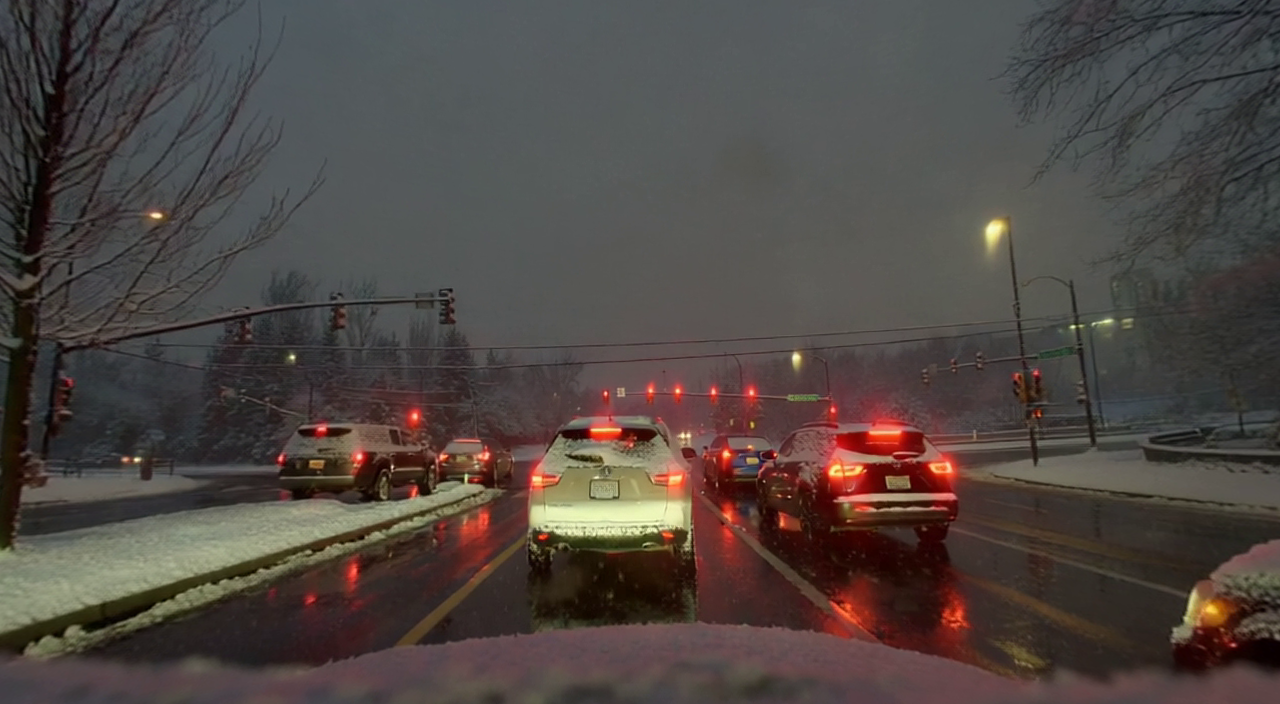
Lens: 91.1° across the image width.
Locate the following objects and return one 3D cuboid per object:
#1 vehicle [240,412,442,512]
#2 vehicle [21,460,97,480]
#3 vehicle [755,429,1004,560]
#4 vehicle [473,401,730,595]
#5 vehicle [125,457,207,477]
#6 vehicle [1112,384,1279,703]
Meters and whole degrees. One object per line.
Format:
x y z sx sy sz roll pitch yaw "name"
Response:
-6.728 2.547 14.995 2.214 1.953 5.017 0 -8 1 "vehicle"
-45.695 9.262 49.405 4.232 1.498 1.791 0 -8 1 "vehicle"
3.158 1.966 9.477 1.971 1.473 4.495 0 -8 0 "vehicle"
-0.322 1.586 7.625 2.256 1.694 4.055 0 -8 0 "vehicle"
-37.317 9.027 49.476 4.914 1.487 1.850 0 -8 0 "vehicle"
3.305 0.667 0.826 1.980 1.515 4.362 0 -8 1 "vehicle"
